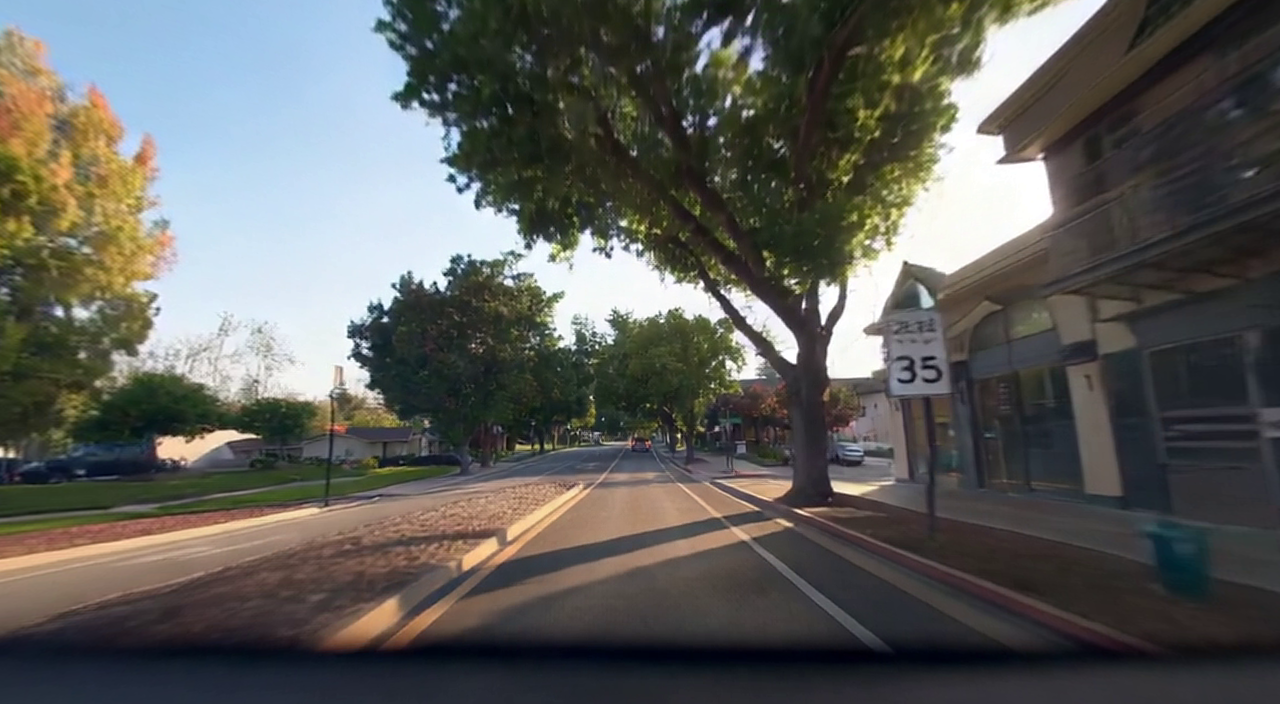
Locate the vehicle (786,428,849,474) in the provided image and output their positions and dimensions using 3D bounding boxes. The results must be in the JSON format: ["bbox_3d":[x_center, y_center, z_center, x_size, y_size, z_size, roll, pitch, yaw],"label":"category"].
[{"bbox_3d":[11.144,6.340,40.030,2.001,1.744,4.449,-4,-21,-9],"label":"vehicle"}]
